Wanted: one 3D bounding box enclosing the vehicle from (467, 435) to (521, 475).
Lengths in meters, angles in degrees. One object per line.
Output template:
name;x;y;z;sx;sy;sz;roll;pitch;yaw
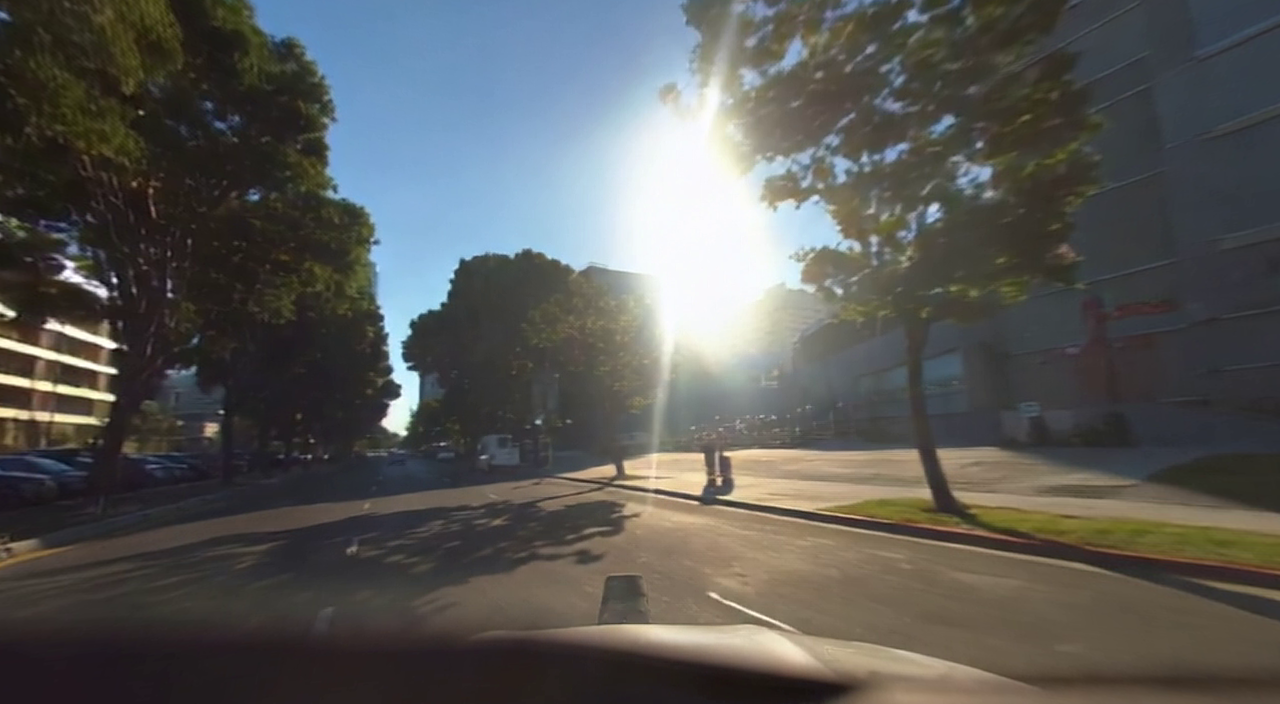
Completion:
vehicle;-10.115;7.036;43.291;2.596;2.509;6.178;3;-9;-22

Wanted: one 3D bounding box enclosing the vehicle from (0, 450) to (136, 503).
vehicle;-22.641;4.734;24.087;4.769;1.740;2.251;1;-9;-23
